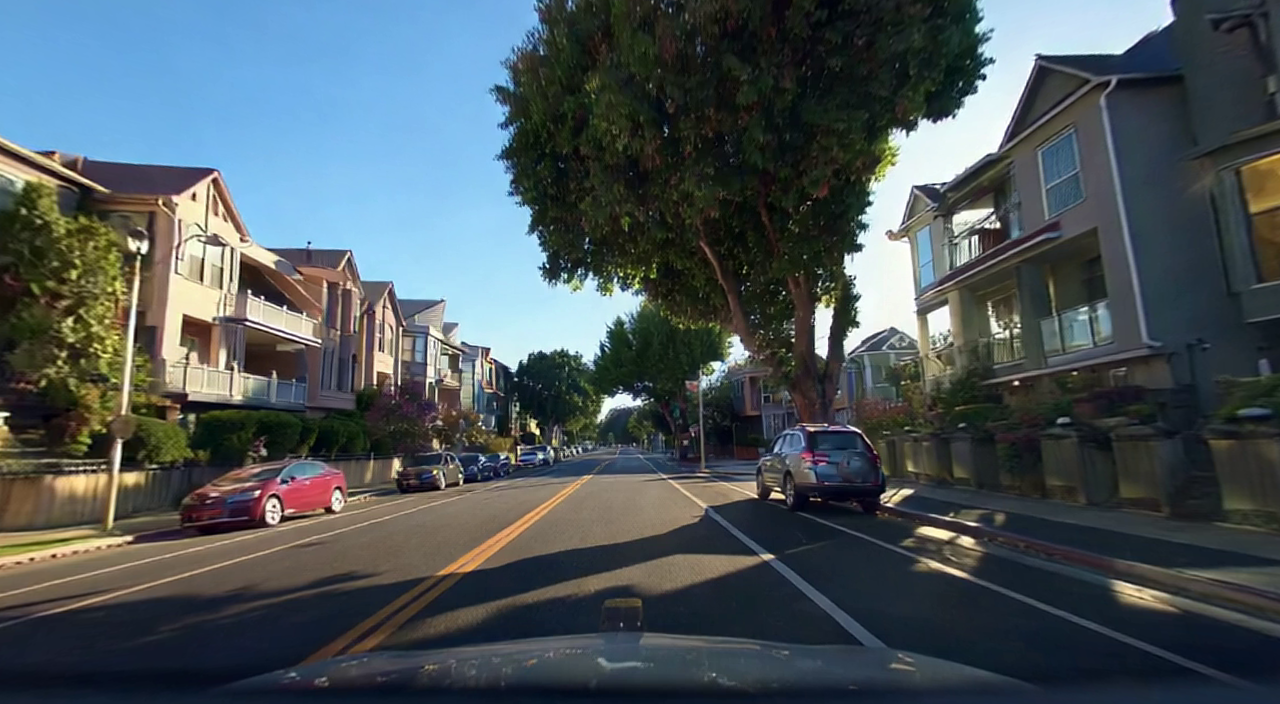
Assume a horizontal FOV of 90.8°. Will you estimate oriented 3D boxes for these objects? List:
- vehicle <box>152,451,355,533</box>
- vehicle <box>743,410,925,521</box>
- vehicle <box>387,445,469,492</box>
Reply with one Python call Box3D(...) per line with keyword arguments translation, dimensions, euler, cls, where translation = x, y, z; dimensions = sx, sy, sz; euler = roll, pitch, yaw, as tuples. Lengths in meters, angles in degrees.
Box3D(translation=(-8.447, 3.052, 14.430), dimensions=(1.983, 1.514, 4.459), euler=(0, -9, -3), cls="vehicle")
Box3D(translation=(4.132, 2.571, 14.840), dimensions=(2.393, 2.075, 5.683), euler=(0, -8, -1), cls="vehicle")
Box3D(translation=(-8.464, 4.677, 25.681), dimensions=(1.919, 1.698, 4.328), euler=(-1, -9, -1), cls="vehicle")
